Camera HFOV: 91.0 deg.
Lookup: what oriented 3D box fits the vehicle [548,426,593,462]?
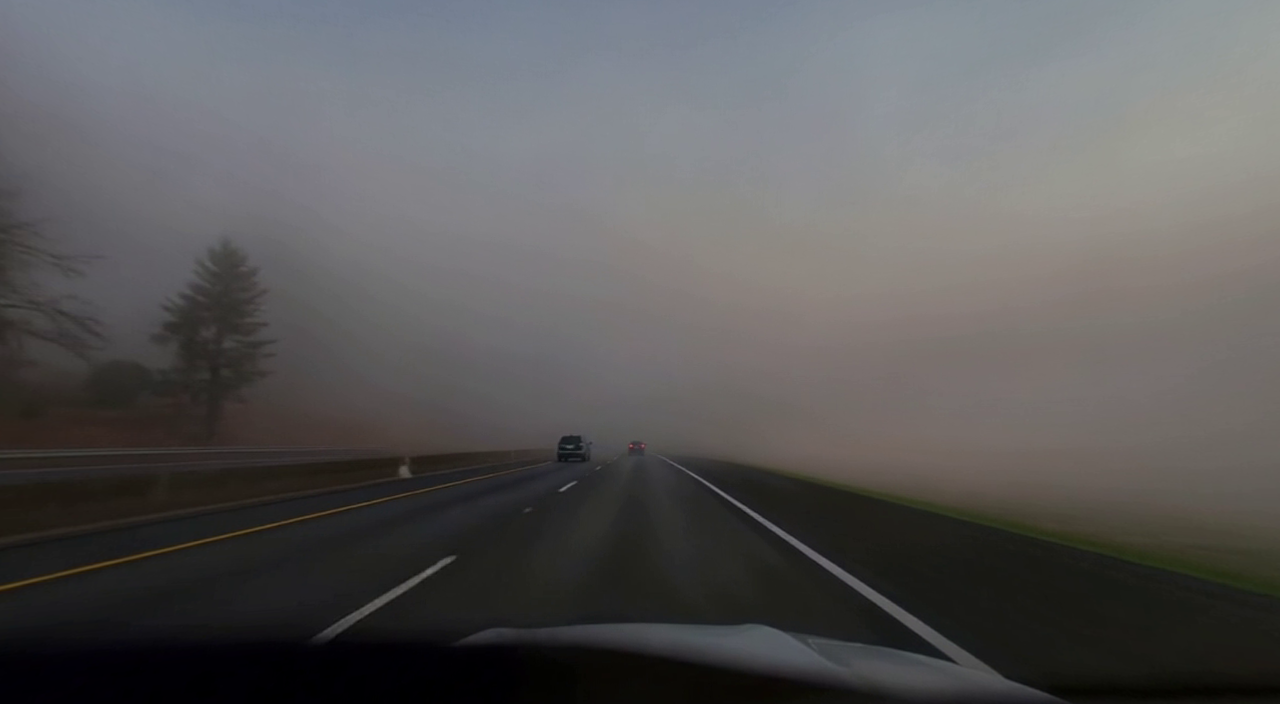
[{"bbox_3d":[-4.160,5.660,38.602,2.241,2.034,4.890,0,-8,0],"label":"vehicle"}]
